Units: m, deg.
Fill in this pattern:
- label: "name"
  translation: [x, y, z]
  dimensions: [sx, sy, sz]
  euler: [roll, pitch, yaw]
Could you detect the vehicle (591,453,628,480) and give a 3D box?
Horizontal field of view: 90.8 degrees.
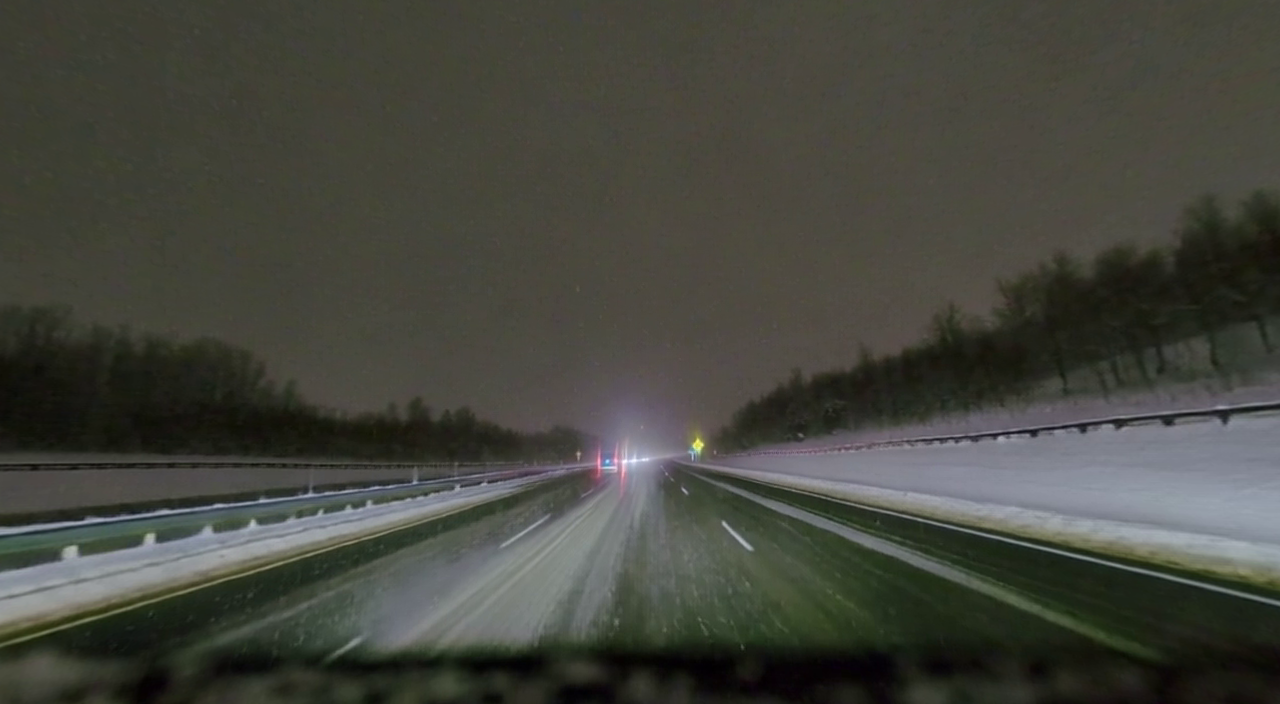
- label: "vehicle"
  translation: [-1.884, 7.311, 40.559]
  dimensions: [2.053, 1.647, 4.252]
  euler: [-1, -9, 2]
